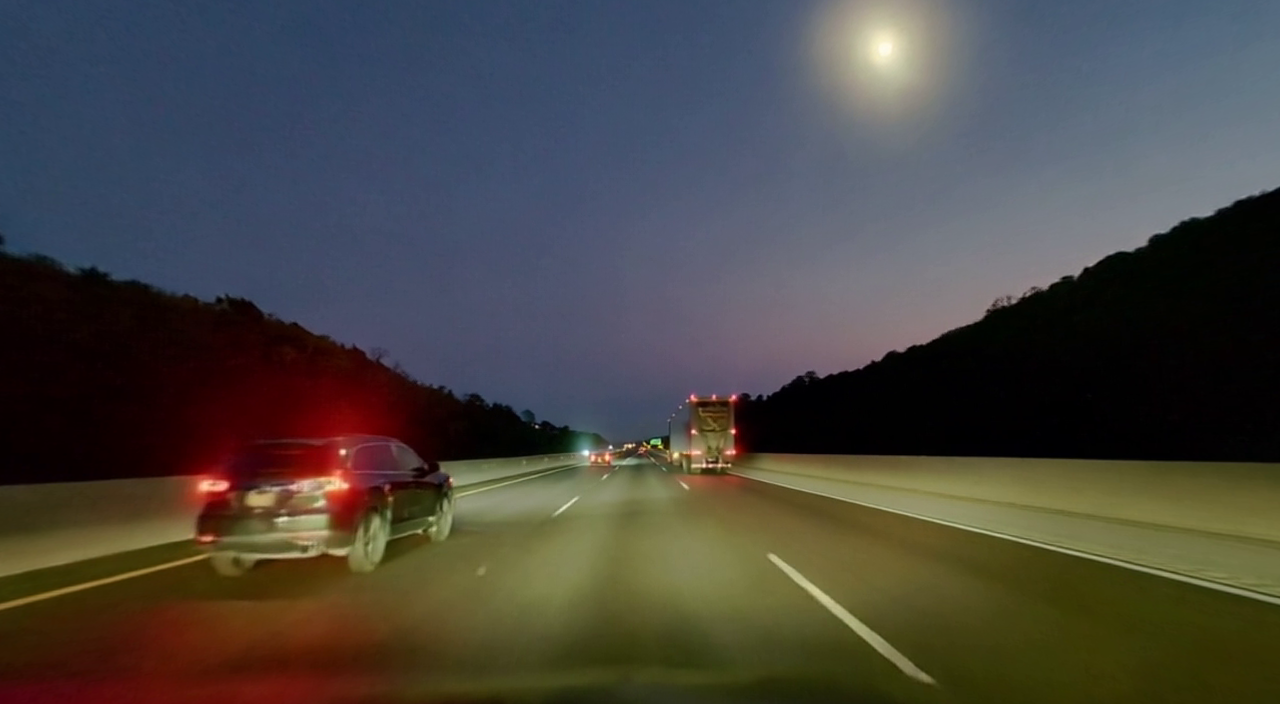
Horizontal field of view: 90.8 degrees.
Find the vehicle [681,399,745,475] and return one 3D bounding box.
[{"bbox_3d":[4.074,4.957,36.507,2.904,4.001,5.861,0,-9,0],"label":"vehicle"}]

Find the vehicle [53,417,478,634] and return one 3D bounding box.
[{"bbox_3d":[-3.238,1.568,6.648,1.944,1.548,4.051,0,-9,0],"label":"vehicle"}]
